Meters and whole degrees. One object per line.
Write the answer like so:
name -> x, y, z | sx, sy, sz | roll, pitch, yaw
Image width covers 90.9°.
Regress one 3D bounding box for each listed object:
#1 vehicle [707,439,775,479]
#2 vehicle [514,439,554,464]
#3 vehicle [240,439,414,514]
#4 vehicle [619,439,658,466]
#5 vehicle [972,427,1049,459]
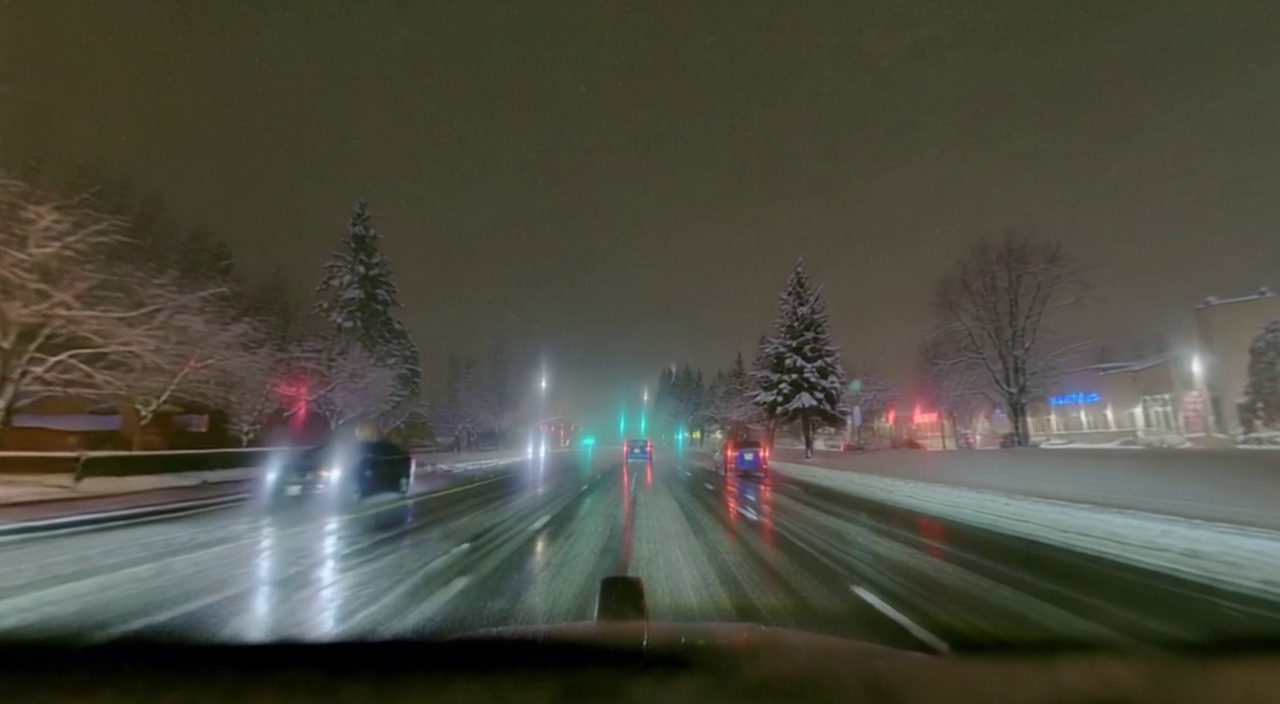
vehicle -> 4.017, 4.321, 25.761 | 1.977, 1.474, 4.399 | 0, -8, -1
vehicle -> -7.397, 6.853, 43.516 | 2.127, 1.562, 4.402 | 2, -9, -17
vehicle -> -6.888, 2.748, 14.428 | 1.993, 1.444, 3.965 | 0, -8, -1
vehicle -> -0.036, 6.061, 38.193 | 2.001, 1.504, 4.212 | -1, -8, 5
vehicle -> 26.052, 6.454, 44.589 | 2.244, 2.120, 5.471 | -1, -8, 1
